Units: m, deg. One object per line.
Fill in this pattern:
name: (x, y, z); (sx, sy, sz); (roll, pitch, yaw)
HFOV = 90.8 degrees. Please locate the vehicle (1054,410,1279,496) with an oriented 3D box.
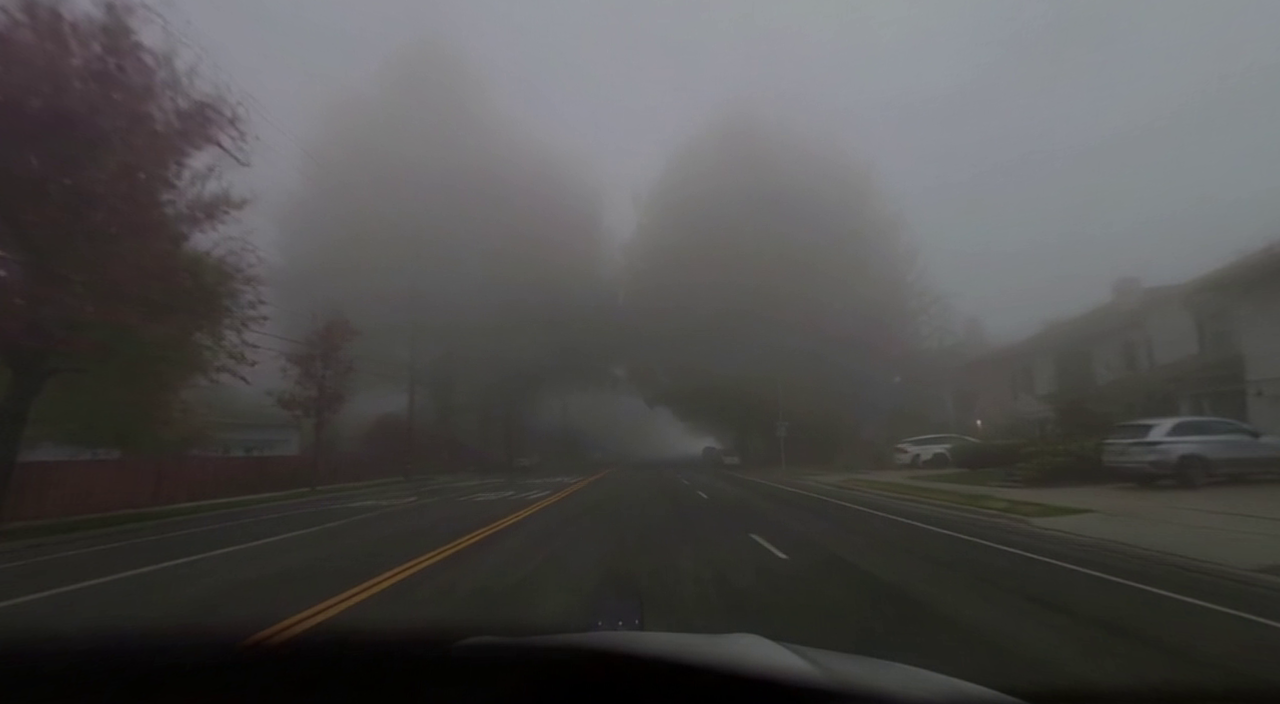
vehicle: (13.606, 2.530, 15.946); (4.711, 1.979, 2.019); (-1, -9, 4)

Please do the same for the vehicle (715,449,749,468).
vehicle: (7.161, 8.266, 49.348); (1.946, 1.404, 4.609); (0, -9, 0)
